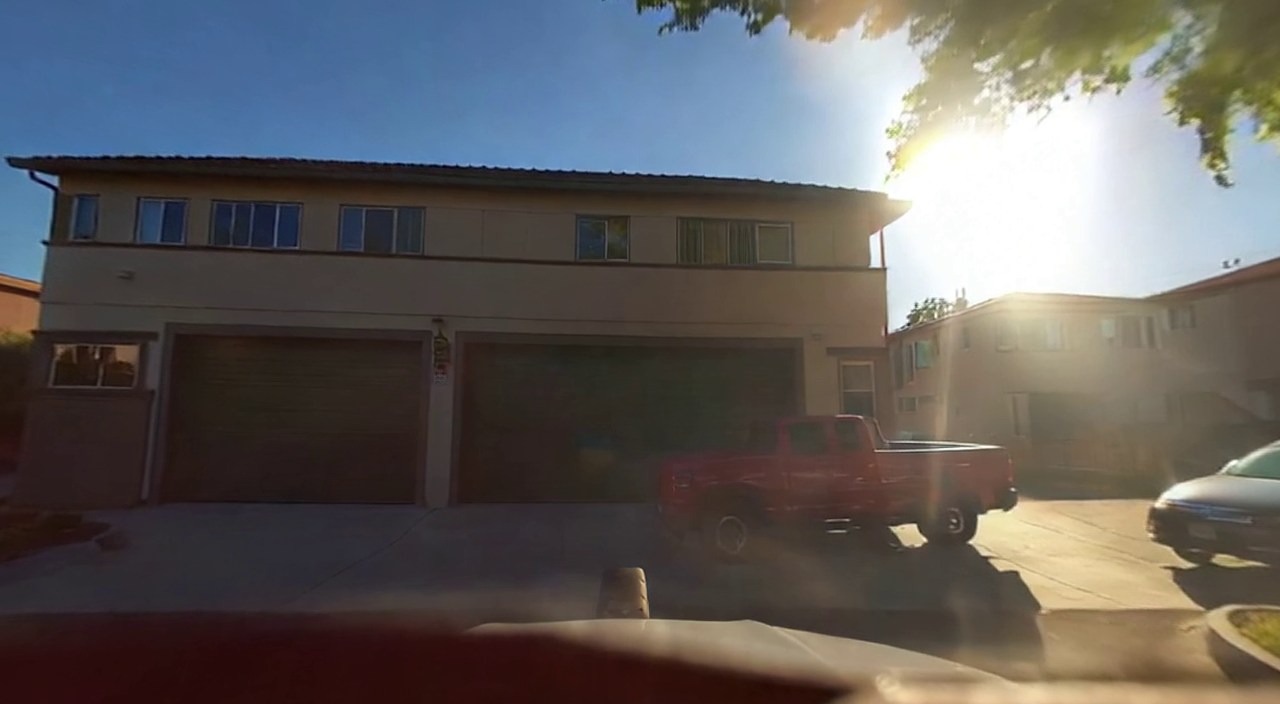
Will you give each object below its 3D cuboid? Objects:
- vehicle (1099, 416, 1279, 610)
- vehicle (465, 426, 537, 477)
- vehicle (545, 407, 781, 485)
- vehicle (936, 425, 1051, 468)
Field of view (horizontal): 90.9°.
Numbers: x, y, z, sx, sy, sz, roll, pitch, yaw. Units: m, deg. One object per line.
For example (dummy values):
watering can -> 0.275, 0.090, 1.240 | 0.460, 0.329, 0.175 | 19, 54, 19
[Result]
vehicle -> 7.562, 1.504, 6.550 | 4.074, 1.617, 2.112 | -1, -5, -7
vehicle -> -5.261, 3.769, 24.406 | 1.869, 1.460, 3.826 | -3, -3, 0
vehicle -> 0.543, 2.397, 16.178 | 5.600, 1.835, 2.161 | 0, -8, -1
vehicle -> 15.004, 4.046, 26.954 | 3.770, 1.496, 1.951 | 4, -10, 1
